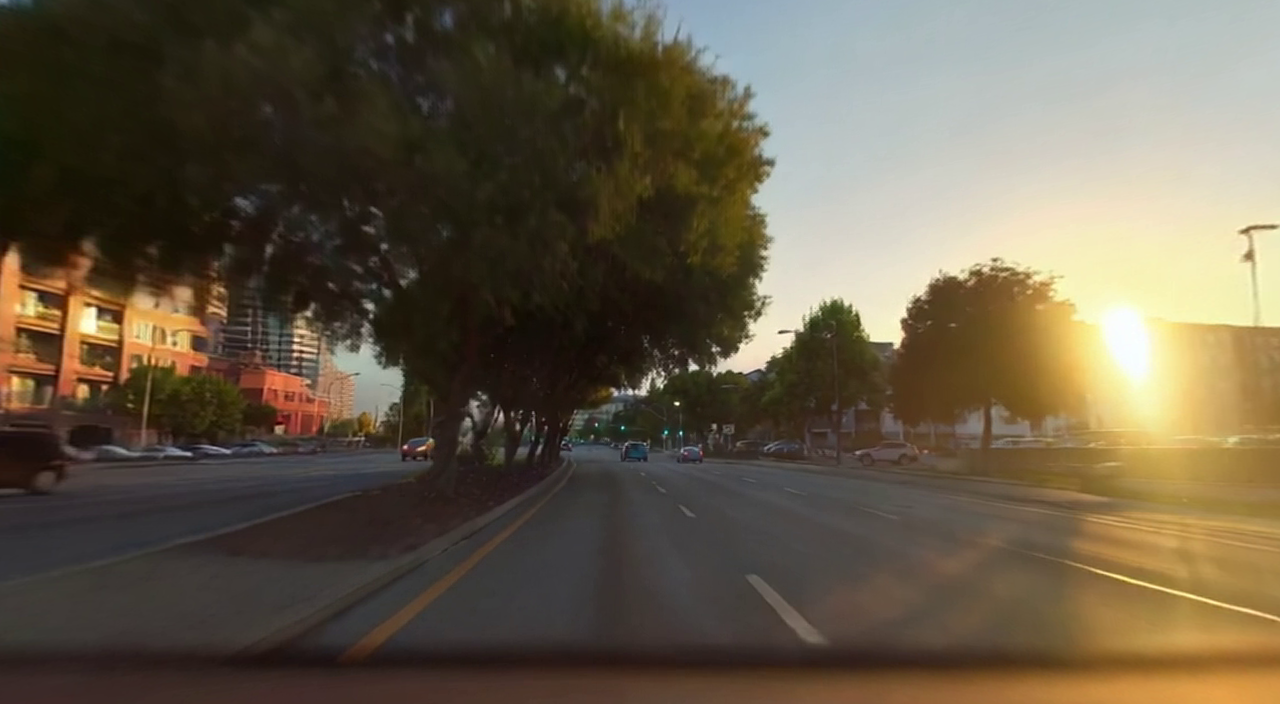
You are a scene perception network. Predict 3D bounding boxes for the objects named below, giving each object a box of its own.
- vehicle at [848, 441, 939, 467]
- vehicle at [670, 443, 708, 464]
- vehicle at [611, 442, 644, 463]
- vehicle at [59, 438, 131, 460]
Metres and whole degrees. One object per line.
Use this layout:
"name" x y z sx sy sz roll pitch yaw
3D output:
"vehicle" 15.229 6.112 38.049 4.648 1.510 1.891 1 -9 -5
"vehicle" 3.514 7.437 46.267 1.932 1.439 4.159 1 -9 -7
"vehicle" -0.979 7.642 48.164 2.020 1.479 4.650 1 -9 -7
"vehicle" -42.409 7.578 49.293 1.869 1.599 4.572 1 -9 -6
